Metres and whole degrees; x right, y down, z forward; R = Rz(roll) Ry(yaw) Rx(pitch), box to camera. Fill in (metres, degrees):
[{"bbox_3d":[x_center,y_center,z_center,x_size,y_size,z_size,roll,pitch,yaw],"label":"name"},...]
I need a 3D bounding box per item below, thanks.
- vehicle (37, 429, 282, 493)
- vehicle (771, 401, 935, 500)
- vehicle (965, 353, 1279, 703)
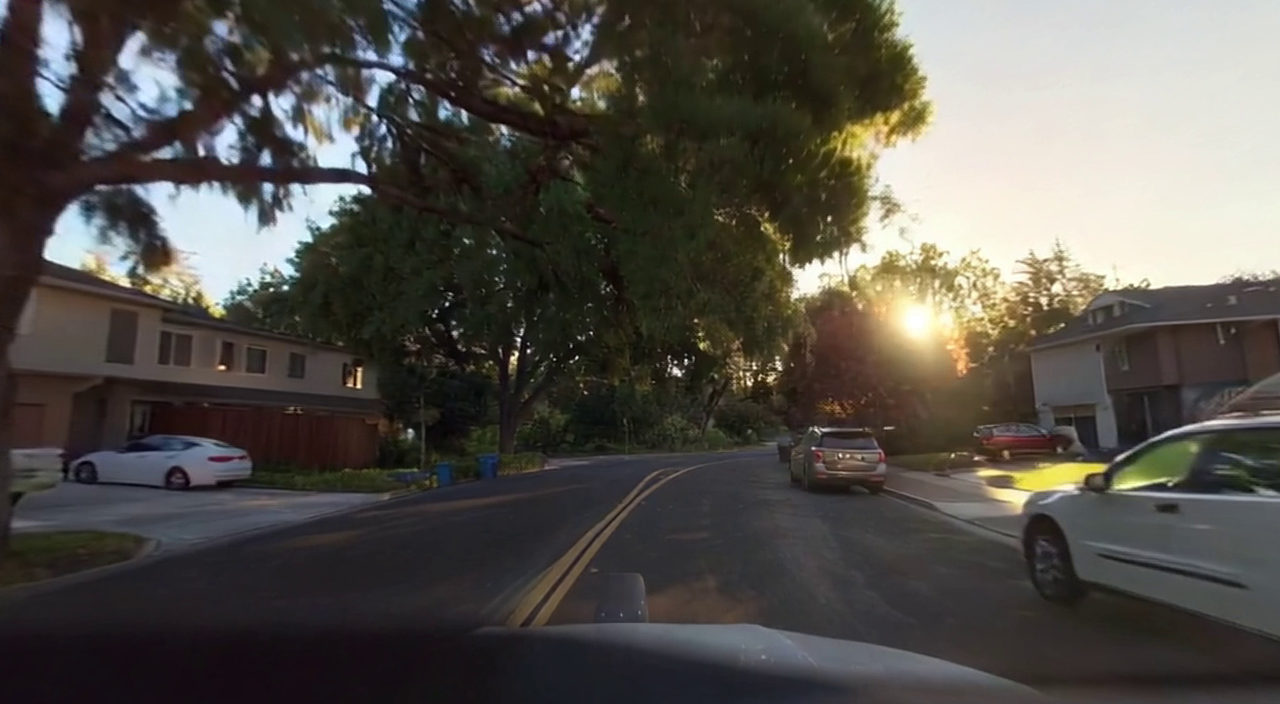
[{"bbox_3d":[-11.585,2.647,15.451,4.455,1.419,2.017,-1,-9,5],"label":"vehicle"},{"bbox_3d":[5.247,2.603,16.840,2.735,2.117,6.103,-1,-9,5],"label":"vehicle"},{"bbox_3d":[4.186,1.035,3.849,2.194,1.786,4.704,-1,-9,5],"label":"vehicle"}]
